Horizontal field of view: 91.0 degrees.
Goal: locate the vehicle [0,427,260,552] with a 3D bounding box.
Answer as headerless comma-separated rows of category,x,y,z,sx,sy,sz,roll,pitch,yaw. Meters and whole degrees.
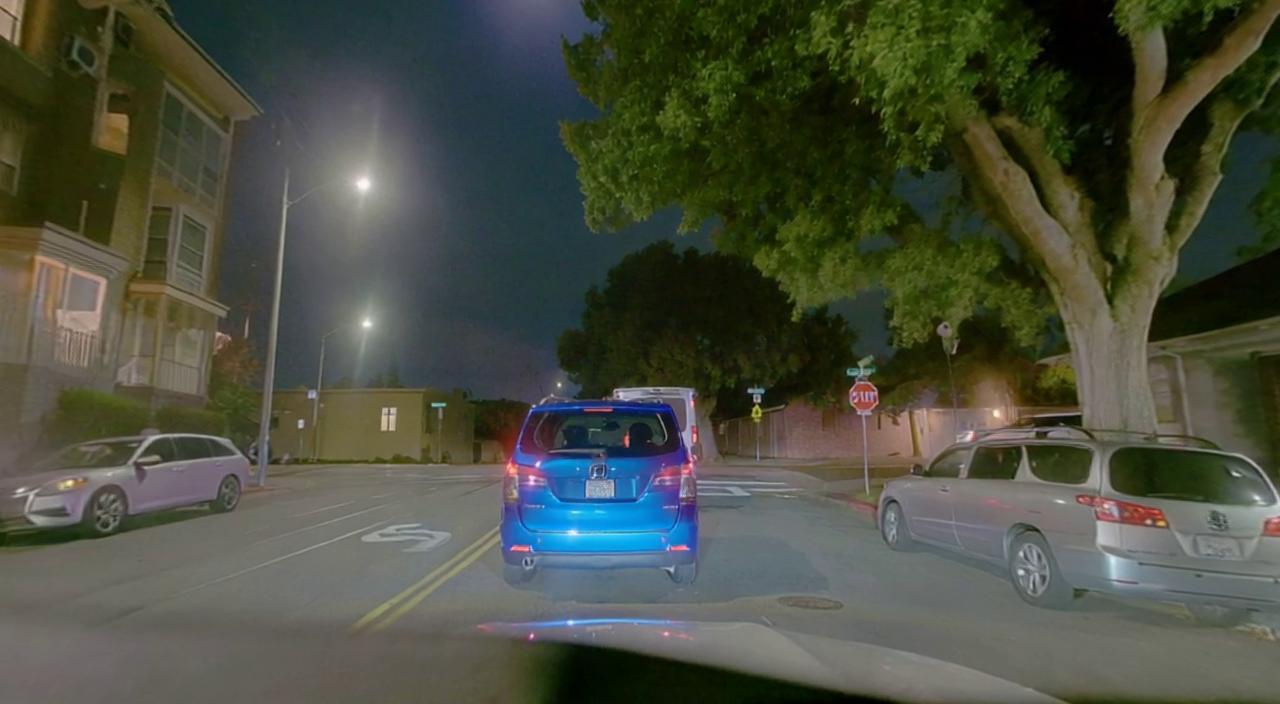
vehicle,-8.291,2.019,10.054,1.825,1.532,4.083,-3,-7,2

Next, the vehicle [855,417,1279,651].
vehicle,4.219,1.679,6.906,1.959,1.581,4.731,4,-9,-2

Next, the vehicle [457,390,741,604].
vehicle,-0.371,1.569,7.704,2.377,1.787,4.652,0,-8,-1
